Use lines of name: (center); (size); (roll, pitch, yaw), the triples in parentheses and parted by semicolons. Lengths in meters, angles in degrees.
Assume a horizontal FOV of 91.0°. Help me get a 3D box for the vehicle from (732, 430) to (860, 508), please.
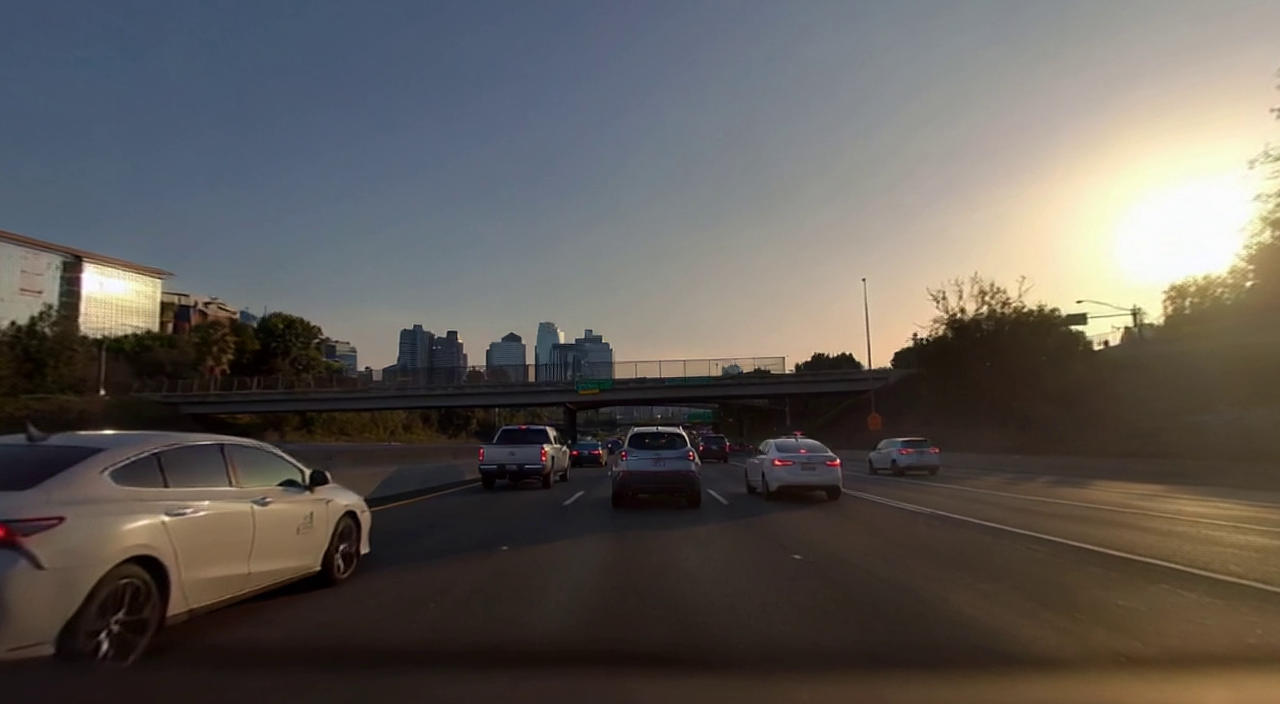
vehicle: (3.654, 2.844, 15.757); (2.022, 1.633, 4.651); (0, -9, 0)

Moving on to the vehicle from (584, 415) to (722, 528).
vehicle: (0.233, 2.207, 12.142); (2.181, 1.756, 4.167); (0, -9, 1)

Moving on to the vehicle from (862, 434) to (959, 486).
vehicle: (10.250, 4.102, 24.237); (1.977, 1.795, 4.208); (0, -9, 3)

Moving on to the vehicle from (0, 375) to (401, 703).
vehicle: (-3.636, 1.149, 4.348); (2.014, 1.579, 4.761); (0, -9, 1)

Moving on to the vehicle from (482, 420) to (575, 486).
vehicle: (-3.924, 3.721, 23.444); (2.212, 2.101, 6.052); (0, -9, 1)
